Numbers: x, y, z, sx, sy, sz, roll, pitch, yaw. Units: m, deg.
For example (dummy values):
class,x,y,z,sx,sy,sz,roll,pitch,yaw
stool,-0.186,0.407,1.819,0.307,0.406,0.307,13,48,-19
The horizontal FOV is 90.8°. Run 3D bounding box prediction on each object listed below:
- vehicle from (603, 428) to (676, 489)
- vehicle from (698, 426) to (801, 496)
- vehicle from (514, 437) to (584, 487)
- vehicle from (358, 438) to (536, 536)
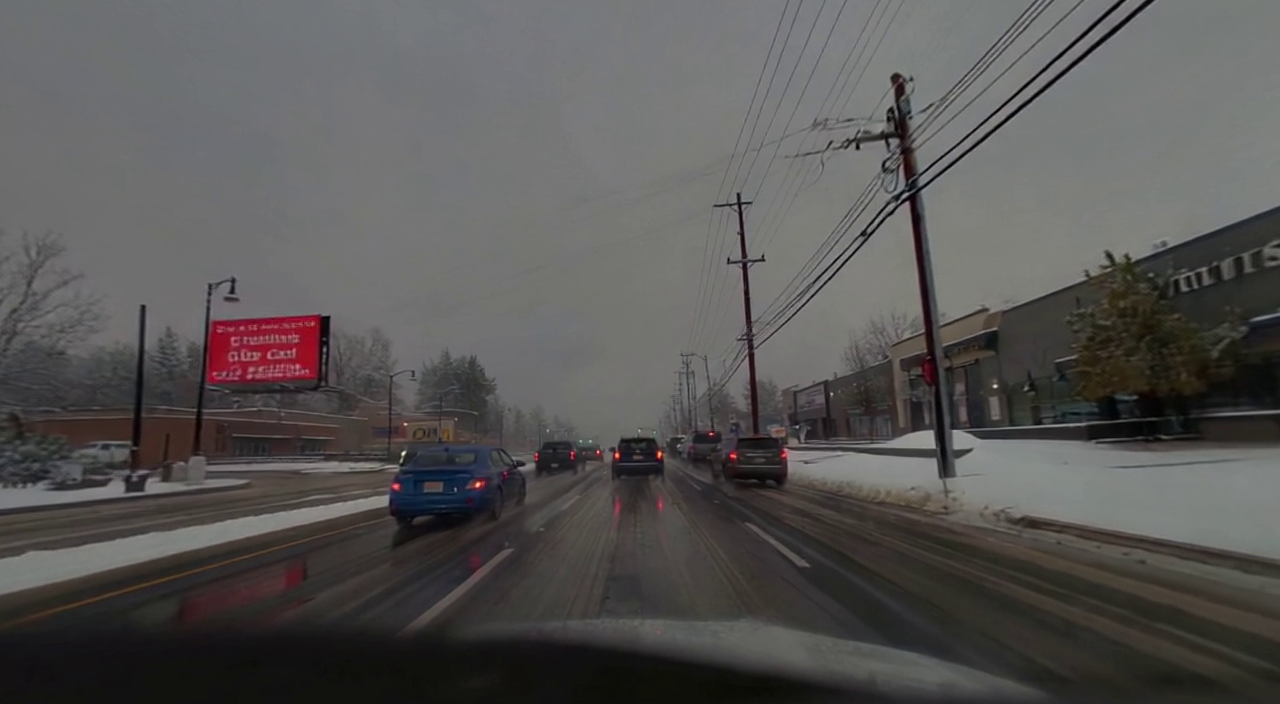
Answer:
class,x,y,z,sx,sy,sz,roll,pitch,yaw
vehicle,-0.041,3.737,22.511,2.326,1.925,4.253,0,-8,0
vehicle,3.279,3.384,20.064,2.282,1.897,4.915,0,-8,-1
vehicle,-3.279,4.044,23.605,2.051,1.671,3.861,0,-8,0
vehicle,-3.384,2.431,12.152,2.022,1.498,4.471,0,-8,0
